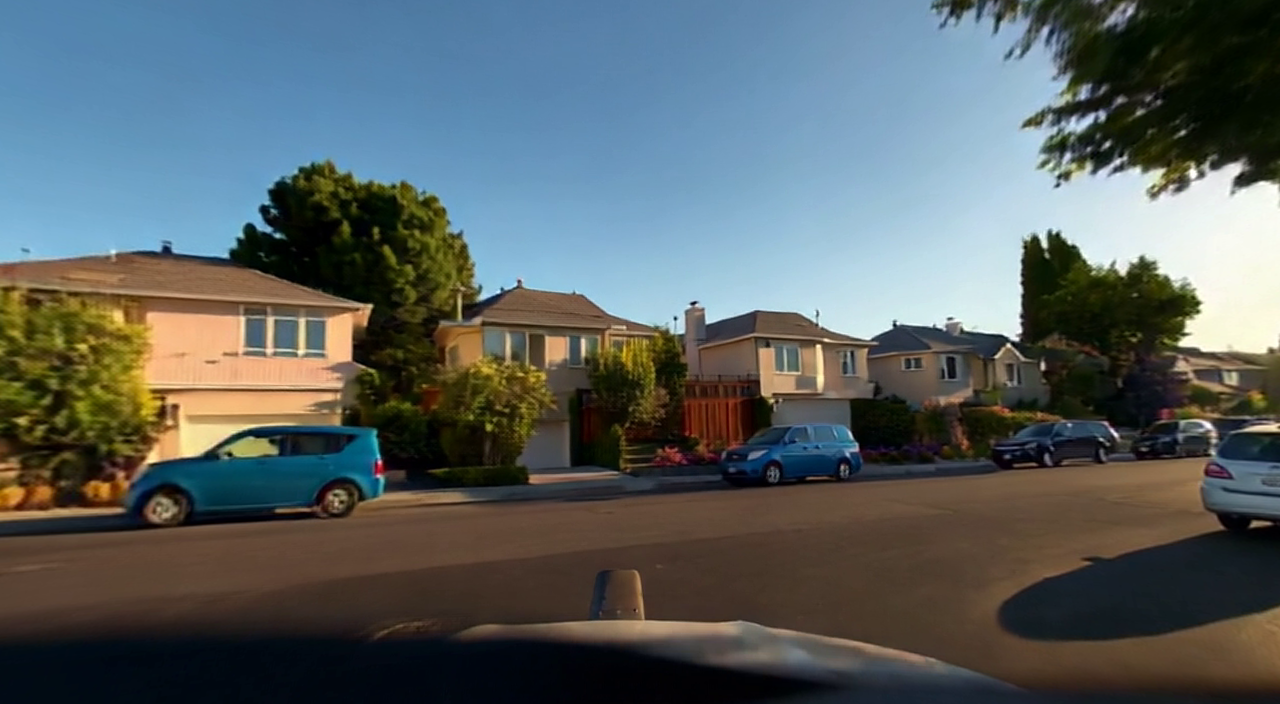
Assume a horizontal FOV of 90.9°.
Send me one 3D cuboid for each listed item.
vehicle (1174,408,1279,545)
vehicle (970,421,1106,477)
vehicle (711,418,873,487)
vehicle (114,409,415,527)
[{"bbox_3d":[9.029,1.497,7.894,4.226,1.507,2.008,4,-8,-28],"label":"vehicle"},{"bbox_3d":[12.295,2.915,19.459,3.785,1.488,1.828,2,-6,-28],"label":"vehicle"},{"bbox_3d":[3.740,2.429,15.528,3.513,1.507,1.798,4,-7,-26],"label":"vehicle"},{"bbox_3d":[-5.864,1.774,10.170,3.746,1.518,1.845,6,-7,-33],"label":"vehicle"}]
